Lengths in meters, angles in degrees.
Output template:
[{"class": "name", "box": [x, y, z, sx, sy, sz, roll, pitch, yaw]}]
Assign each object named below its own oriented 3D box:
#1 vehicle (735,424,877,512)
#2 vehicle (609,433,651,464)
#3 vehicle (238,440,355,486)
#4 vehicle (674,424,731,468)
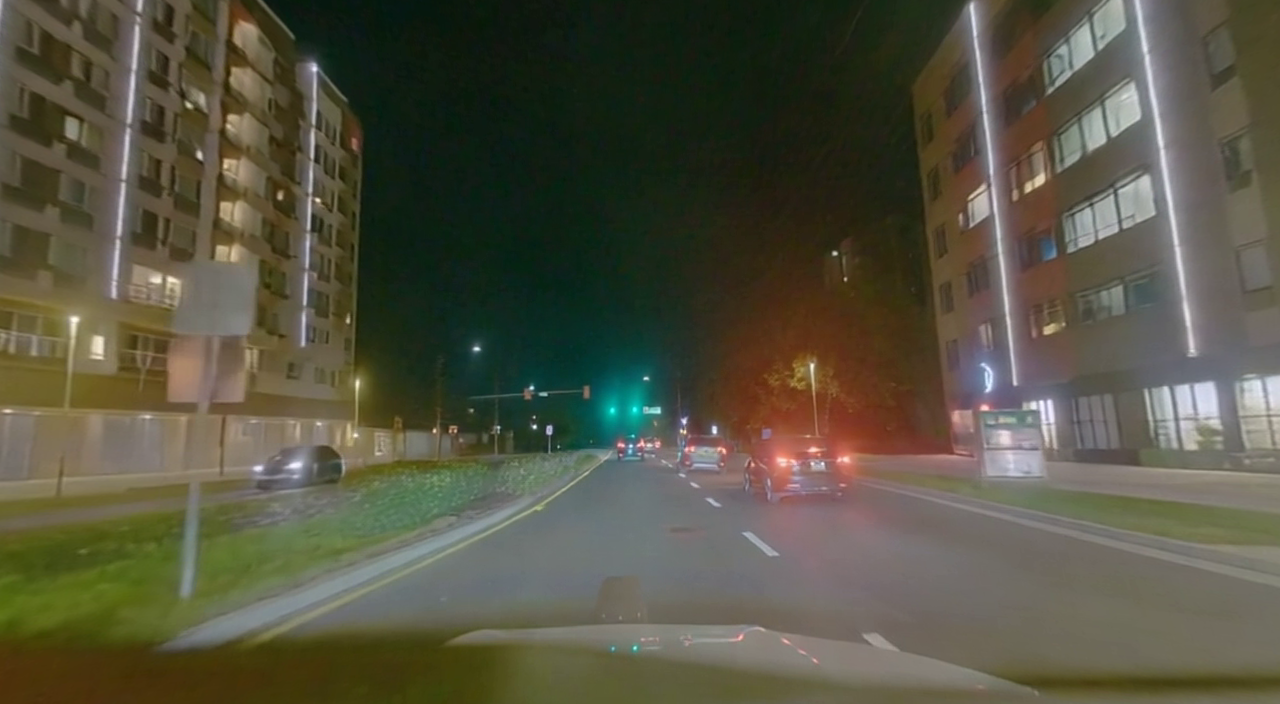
[{"class": "vehicle", "box": [3.426, 2.478, 13.941, 1.906, 1.608, 4.137, 0, -8, -1]}, {"class": "vehicle", "box": [-0.557, 5.122, 33.622, 2.059, 1.492, 3.925, 0, -8, -2]}, {"class": "vehicle", "box": [-12.729, 4.129, 23.816, 1.926, 1.446, 4.565, -3, -8, -1]}, {"class": "vehicle", "box": [2.805, 4.409, 29.667, 2.206, 1.858, 5.332, 0, -8, 1]}]
